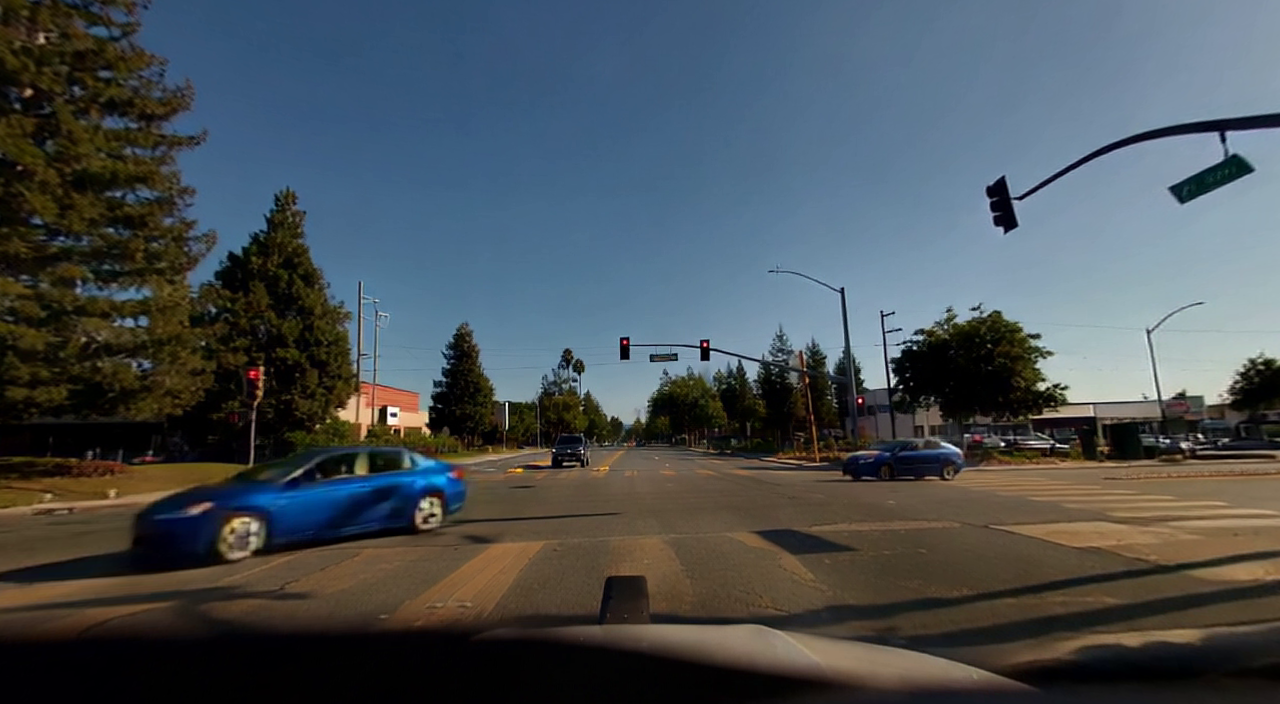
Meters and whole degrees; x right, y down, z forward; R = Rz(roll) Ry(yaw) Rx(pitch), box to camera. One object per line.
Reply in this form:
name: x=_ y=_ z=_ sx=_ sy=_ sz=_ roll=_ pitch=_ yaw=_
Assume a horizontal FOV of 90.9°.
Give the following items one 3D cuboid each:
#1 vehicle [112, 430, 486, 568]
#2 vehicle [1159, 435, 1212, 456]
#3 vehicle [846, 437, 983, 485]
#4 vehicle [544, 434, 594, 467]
vehicle: x=-4.530 y=1.957 z=9.301 sx=1.864 sy=1.482 sz=4.528 roll=-4 pitch=-10 yaw=26
vehicle: x=42.787 y=7.347 z=49.401 sx=4.133 sy=1.561 sz=1.824 roll=5 pitch=-10 yaw=-31
vehicle: x=9.651 y=3.781 z=22.144 sx=4.377 sy=1.523 sz=1.877 roll=4 pitch=-9 yaw=-24
vehicle: x=-3.691 y=5.227 z=33.516 sx=2.140 sy=1.638 sz=4.259 roll=0 pitch=-8 yaw=1
